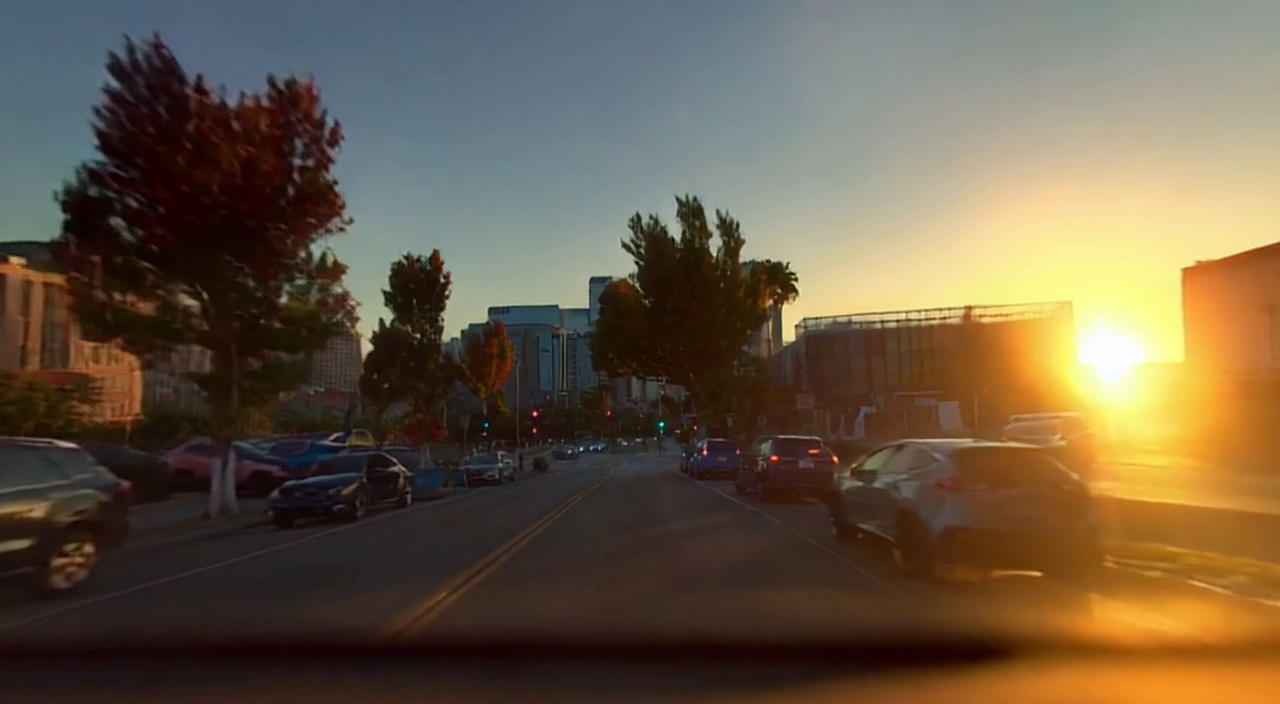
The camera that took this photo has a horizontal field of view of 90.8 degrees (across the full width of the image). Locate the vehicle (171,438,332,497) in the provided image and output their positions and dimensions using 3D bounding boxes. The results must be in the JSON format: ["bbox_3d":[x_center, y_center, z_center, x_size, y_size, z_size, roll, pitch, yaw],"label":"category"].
[{"bbox_3d":[-13.629,4.036,22.378,4.520,1.675,1.843,-4,-7,-2],"label":"vehicle"}]

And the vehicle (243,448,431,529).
[{"bbox_3d":[-6.592,2.970,14.493,1.913,1.479,4.714,0,-8,1],"label":"vehicle"}]

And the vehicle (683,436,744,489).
[{"bbox_3d":[2.762,4.257,24.734,1.954,1.845,4.682,0,-8,1],"label":"vehicle"}]

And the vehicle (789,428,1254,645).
[{"bbox_3d":[3.202,1.612,6.825,1.908,1.461,4.873,0,-8,-1],"label":"vehicle"}]

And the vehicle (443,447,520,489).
[{"bbox_3d":[-6.569,4.954,26.767,2.033,1.523,4.867,-3,-12,0],"label":"vehicle"}]

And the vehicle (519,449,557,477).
[{"bbox_3d":[-6.912,7.511,43.120,1.893,1.758,4.019,0,-8,0],"label":"vehicle"}]

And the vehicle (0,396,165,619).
[{"bbox_3d":[-6.681,1.319,5.149,2.008,1.969,4.740,0,-8,-2],"label":"vehicle"}]

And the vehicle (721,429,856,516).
[{"bbox_3d":[3.327,2.800,15.360,1.886,1.740,5.167,0,-8,-2],"label":"vehicle"}]
